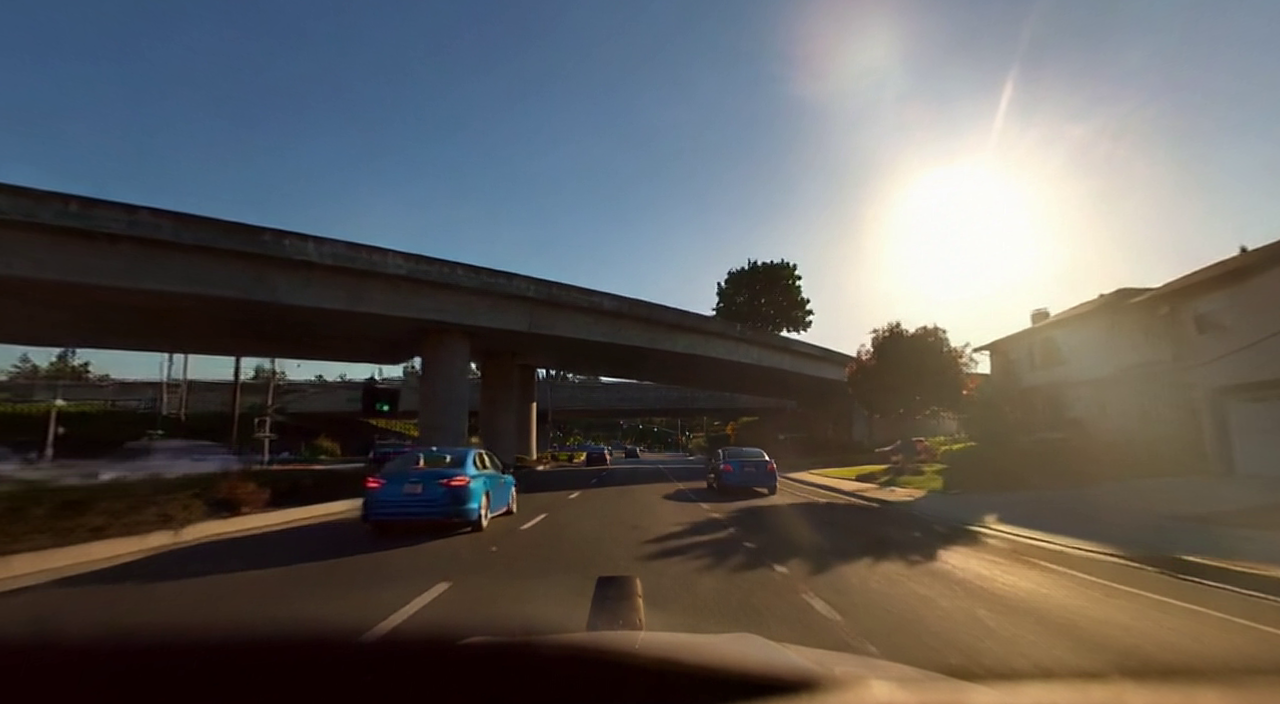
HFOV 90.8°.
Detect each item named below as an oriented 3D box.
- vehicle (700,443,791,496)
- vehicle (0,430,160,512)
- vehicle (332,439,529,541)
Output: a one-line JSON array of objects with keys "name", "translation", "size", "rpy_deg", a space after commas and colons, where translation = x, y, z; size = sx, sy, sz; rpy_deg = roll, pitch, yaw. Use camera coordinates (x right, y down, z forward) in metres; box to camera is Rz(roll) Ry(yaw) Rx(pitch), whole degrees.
[{"name": "vehicle", "translation": [3.208, 3.677, 20.175], "size": [2.068, 1.497, 4.247], "rpy_deg": [0, -8, -2]}, {"name": "vehicle", "translation": [-13.773, 2.643, 14.436], "size": [2.090, 1.600, 4.492], "rpy_deg": [0, -8, -1]}, {"name": "vehicle", "translation": [-3.500, 2.382, 11.635], "size": [2.060, 1.484, 4.417], "rpy_deg": [0, -8, 1]}]
